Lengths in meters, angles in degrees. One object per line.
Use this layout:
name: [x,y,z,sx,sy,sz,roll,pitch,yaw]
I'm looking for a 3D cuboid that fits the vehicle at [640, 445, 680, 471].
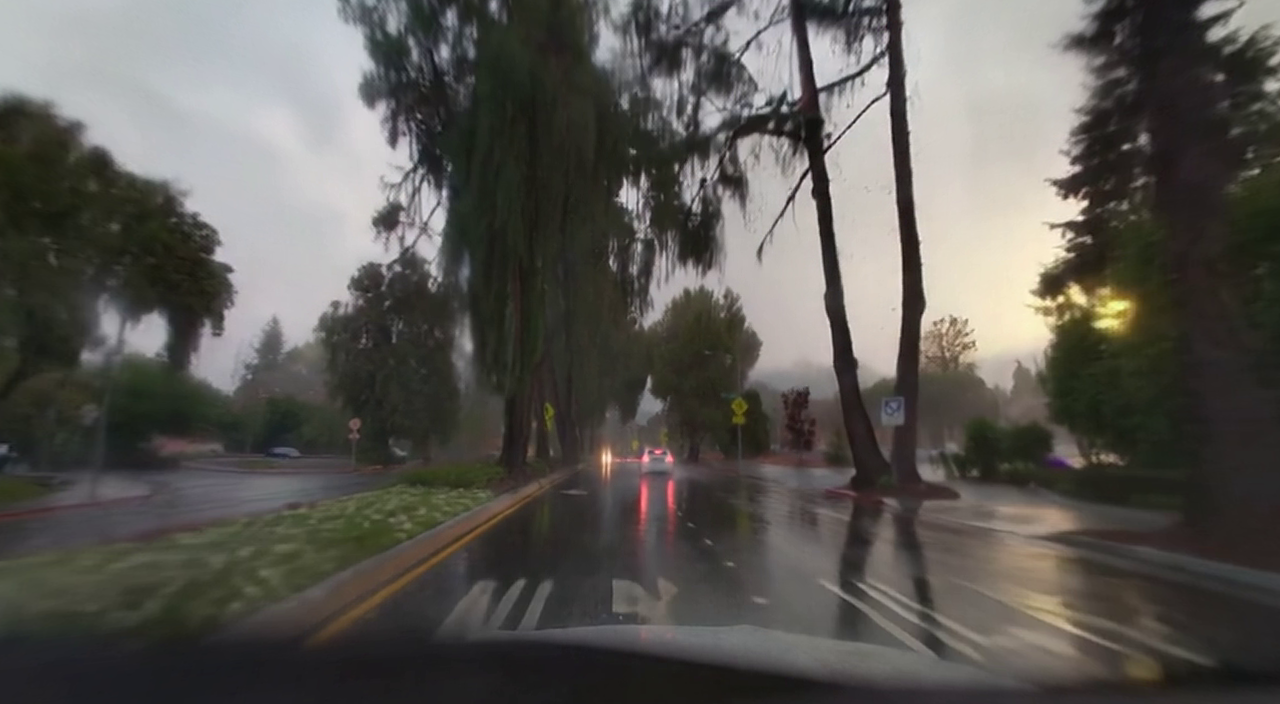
vehicle: [1.193,6.589,39.303,2.142,1.501,4.273,1,-9,-3]
